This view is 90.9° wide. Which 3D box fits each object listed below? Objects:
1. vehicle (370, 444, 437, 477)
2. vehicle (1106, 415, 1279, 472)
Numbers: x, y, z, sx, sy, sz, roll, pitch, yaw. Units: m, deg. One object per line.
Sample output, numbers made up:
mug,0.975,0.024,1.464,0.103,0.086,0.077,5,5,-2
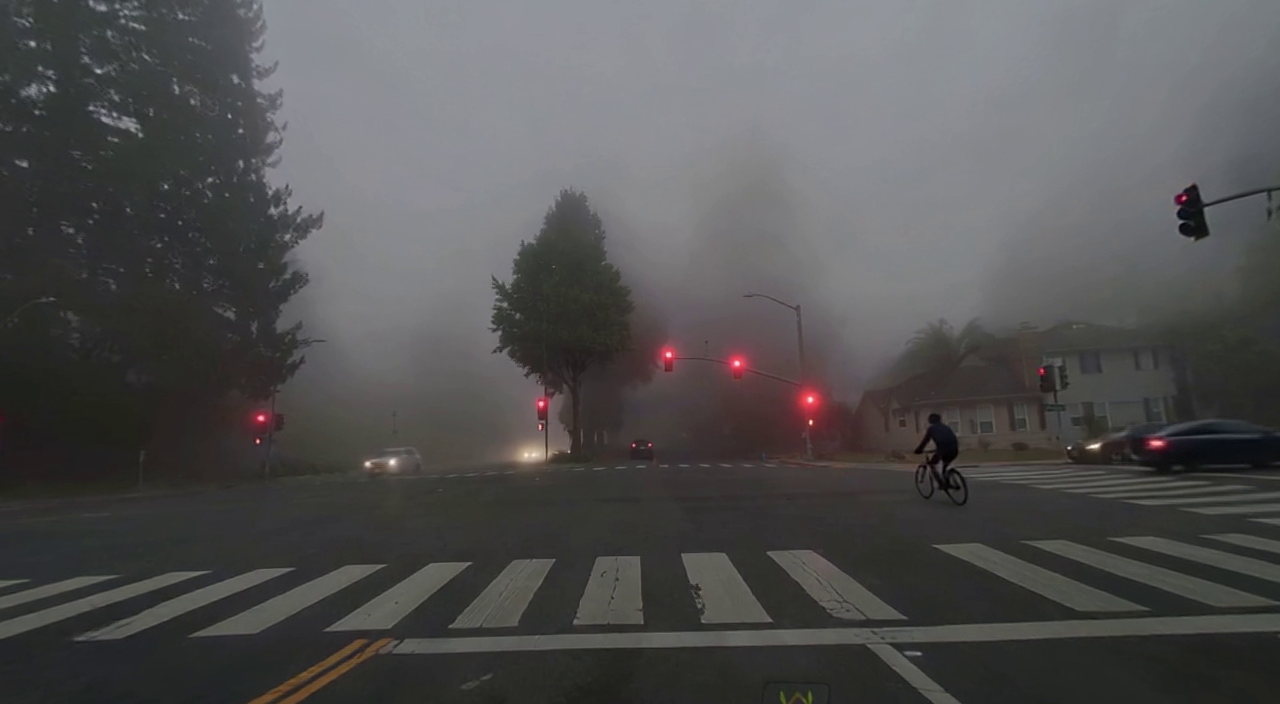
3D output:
vehicle,-13.911,6.383,37.352,2.148,1.753,4.558,0,-9,1
vehicle,16.348,2.578,17.737,4.749,1.496,2.017,-1,-9,2
